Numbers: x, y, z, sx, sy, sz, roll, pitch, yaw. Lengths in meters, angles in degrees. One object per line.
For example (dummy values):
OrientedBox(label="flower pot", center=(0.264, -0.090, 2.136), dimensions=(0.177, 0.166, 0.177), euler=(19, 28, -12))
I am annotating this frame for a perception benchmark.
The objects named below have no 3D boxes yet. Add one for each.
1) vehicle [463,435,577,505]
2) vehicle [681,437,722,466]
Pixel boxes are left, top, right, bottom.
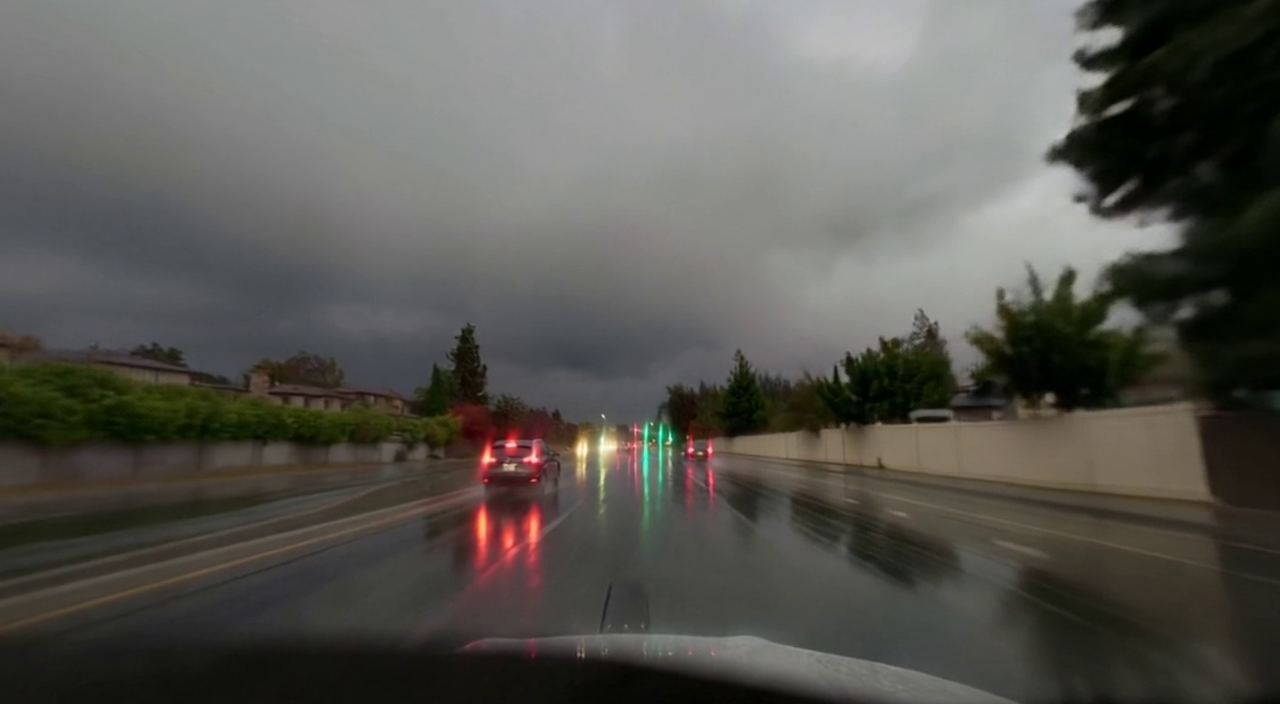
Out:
OrientedBox(label="vehicle", center=(-2.884, 2.927, 16.161), dimensions=(1.966, 1.524, 4.410), euler=(0, -8, 1))
OrientedBox(label="vehicle", center=(3.945, 6.458, 41.174), dimensions=(2.114, 1.780, 4.445), euler=(0, -8, -1))
